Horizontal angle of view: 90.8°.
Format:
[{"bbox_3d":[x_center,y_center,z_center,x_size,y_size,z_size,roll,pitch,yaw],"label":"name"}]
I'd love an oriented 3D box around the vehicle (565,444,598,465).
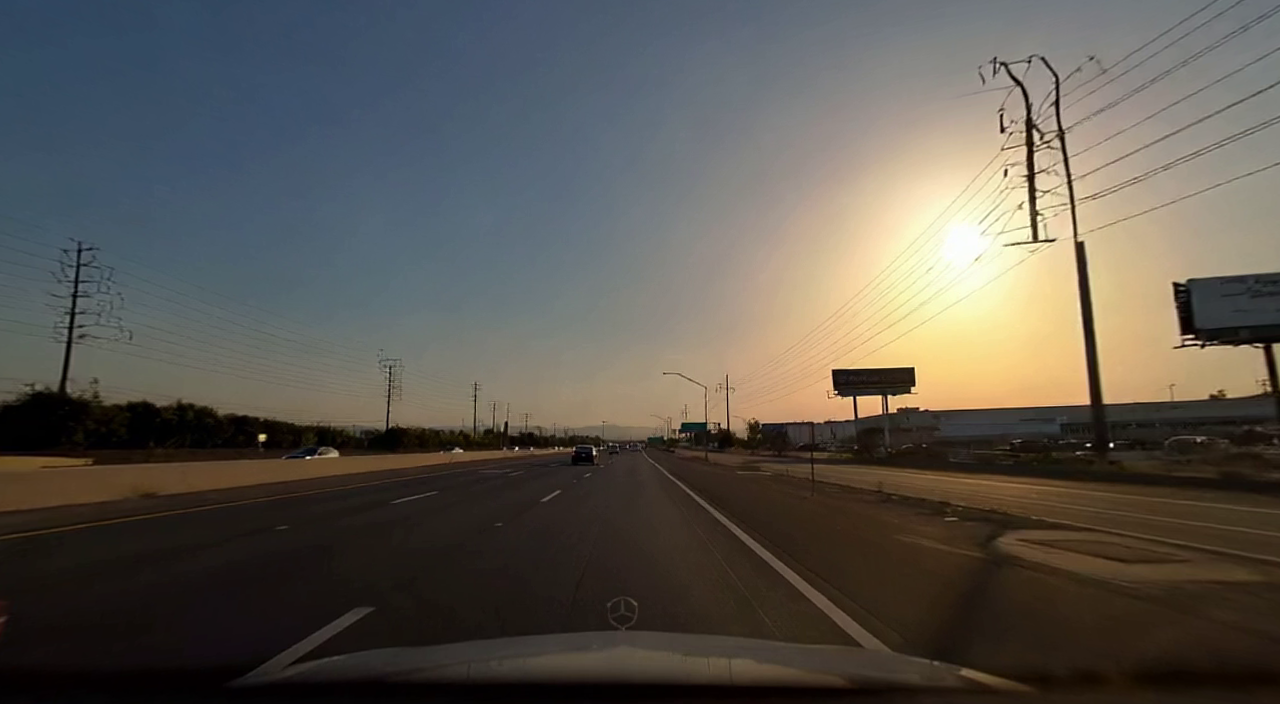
[{"bbox_3d":[-4.204,7.427,45.950,1.940,1.479,4.545,0,-9,0],"label":"vehicle"}]
